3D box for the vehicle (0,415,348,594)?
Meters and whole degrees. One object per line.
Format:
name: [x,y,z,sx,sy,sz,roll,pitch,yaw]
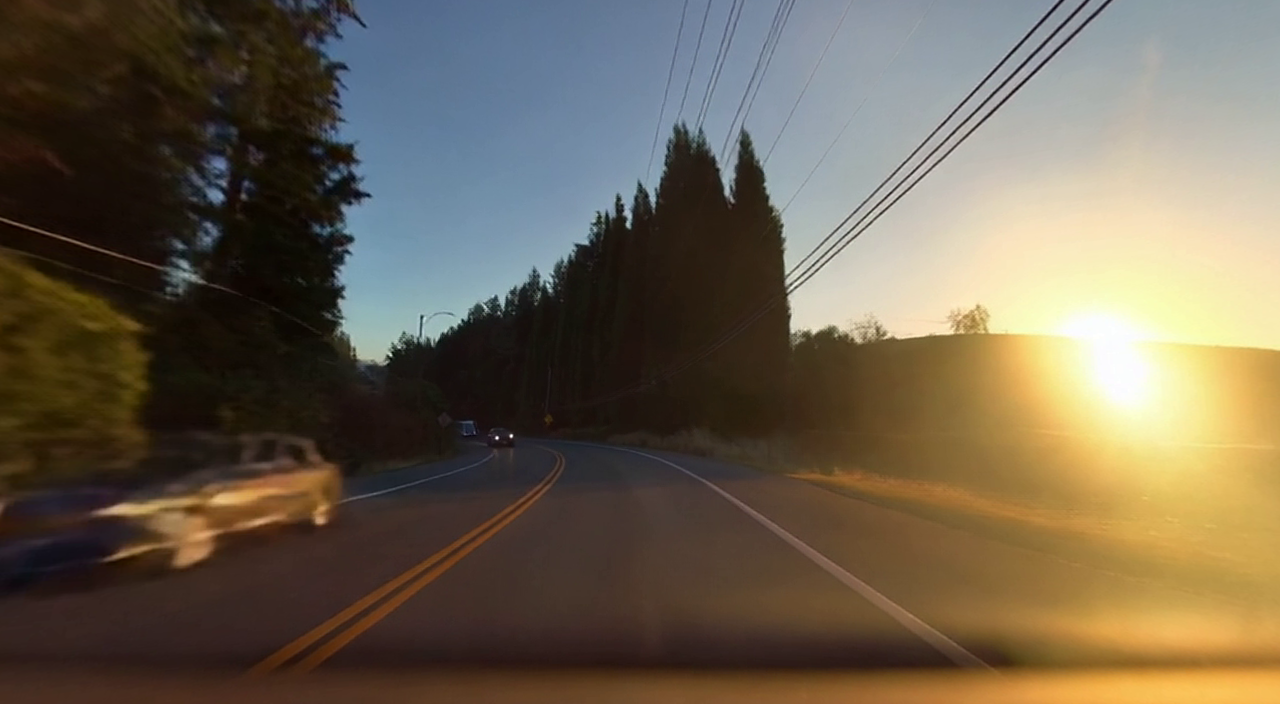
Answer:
vehicle: [-5.422,1.576,7.419,2.060,1.466,4.263,0,-8,-2]
